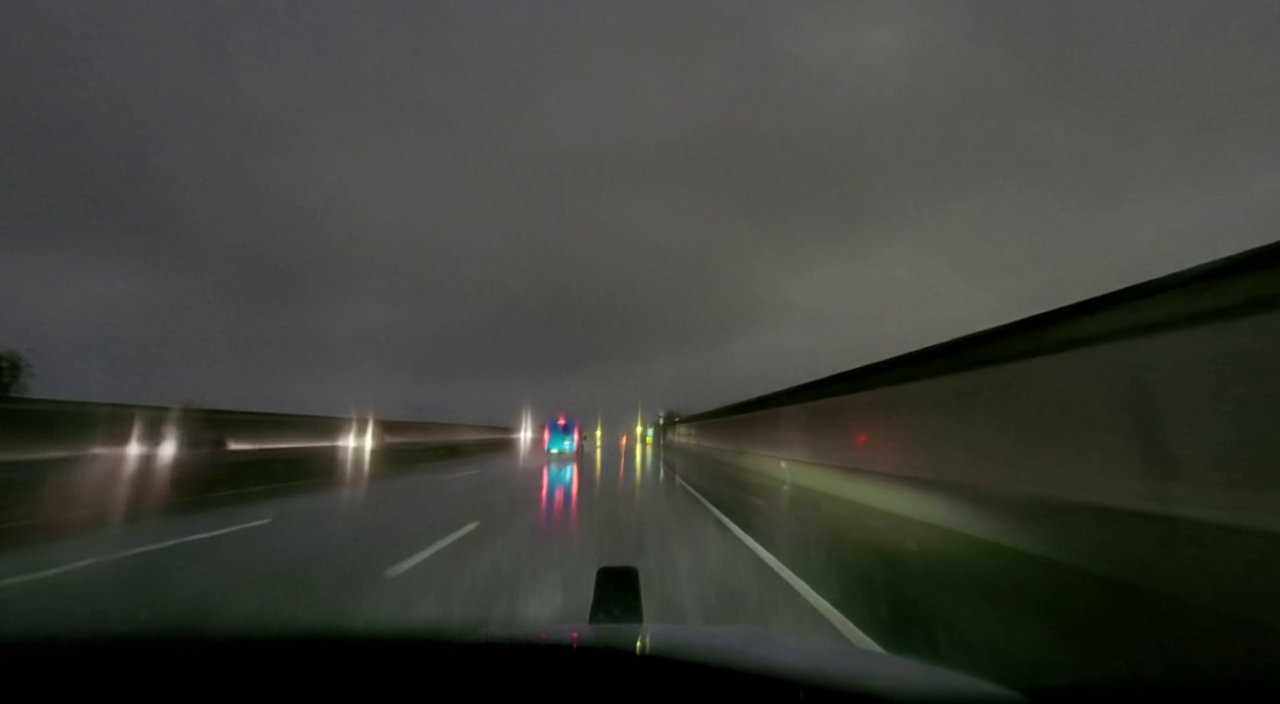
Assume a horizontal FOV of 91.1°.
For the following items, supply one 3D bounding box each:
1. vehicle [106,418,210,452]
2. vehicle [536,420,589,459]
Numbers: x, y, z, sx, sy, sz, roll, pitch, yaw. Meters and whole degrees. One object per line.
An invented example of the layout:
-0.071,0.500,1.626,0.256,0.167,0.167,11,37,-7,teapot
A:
-22.298,3.878,29.288,1.787,1.462,3.938,0,-8,-2,vehicle
-4.344,5.010,36.035,2.309,2.053,4.884,0,-8,1,vehicle
